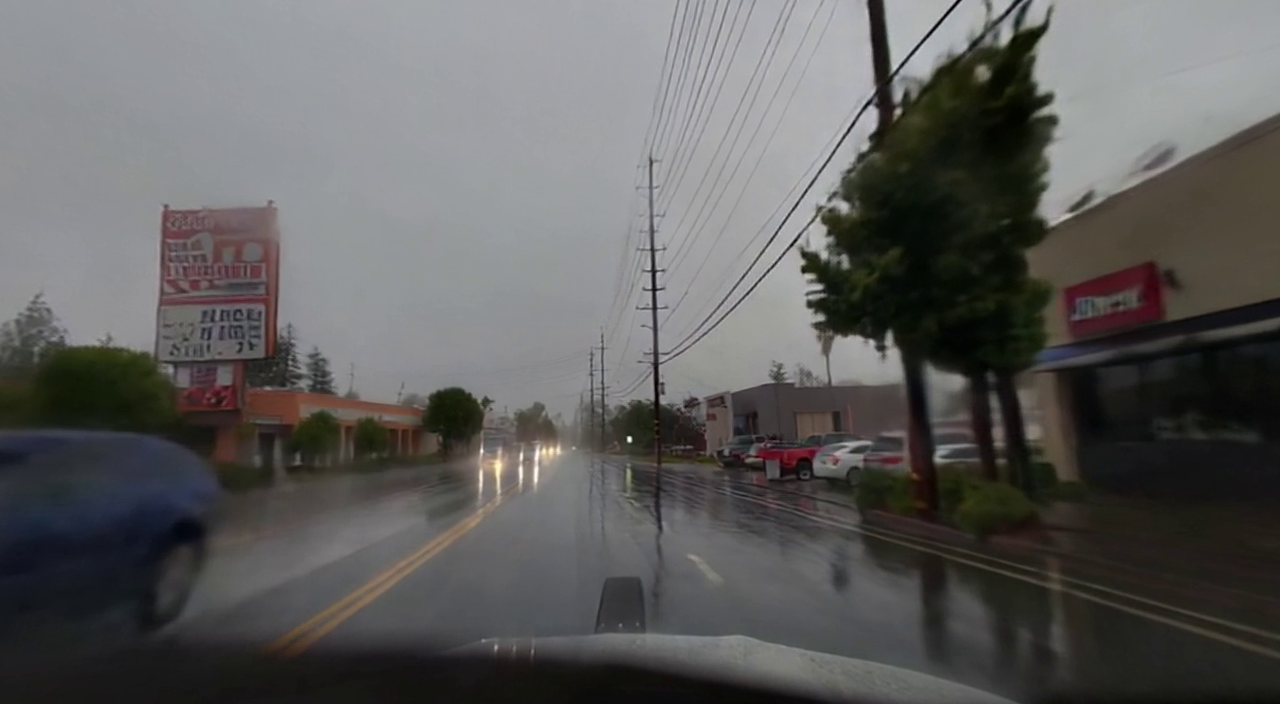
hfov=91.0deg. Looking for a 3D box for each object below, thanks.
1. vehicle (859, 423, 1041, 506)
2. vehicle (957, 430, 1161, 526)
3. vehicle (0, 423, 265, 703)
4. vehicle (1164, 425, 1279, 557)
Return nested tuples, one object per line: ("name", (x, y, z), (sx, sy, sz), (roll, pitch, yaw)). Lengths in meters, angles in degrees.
("vehicle", (8.269, 2.866, 16.596), (5.112, 1.832, 2.290), (7, -11, -40))
("vehicle", (8.519, 2.406, 12.664), (4.502, 1.564, 2.057), (6, -11, -39))
("vehicle", (-4.262, 1.141, 3.214), (2.122, 1.517, 4.465), (0, -8, -3))
("vehicle", (9.385, 1.840, 8.907), (4.853, 1.526, 2.074), (7, -11, -40))
